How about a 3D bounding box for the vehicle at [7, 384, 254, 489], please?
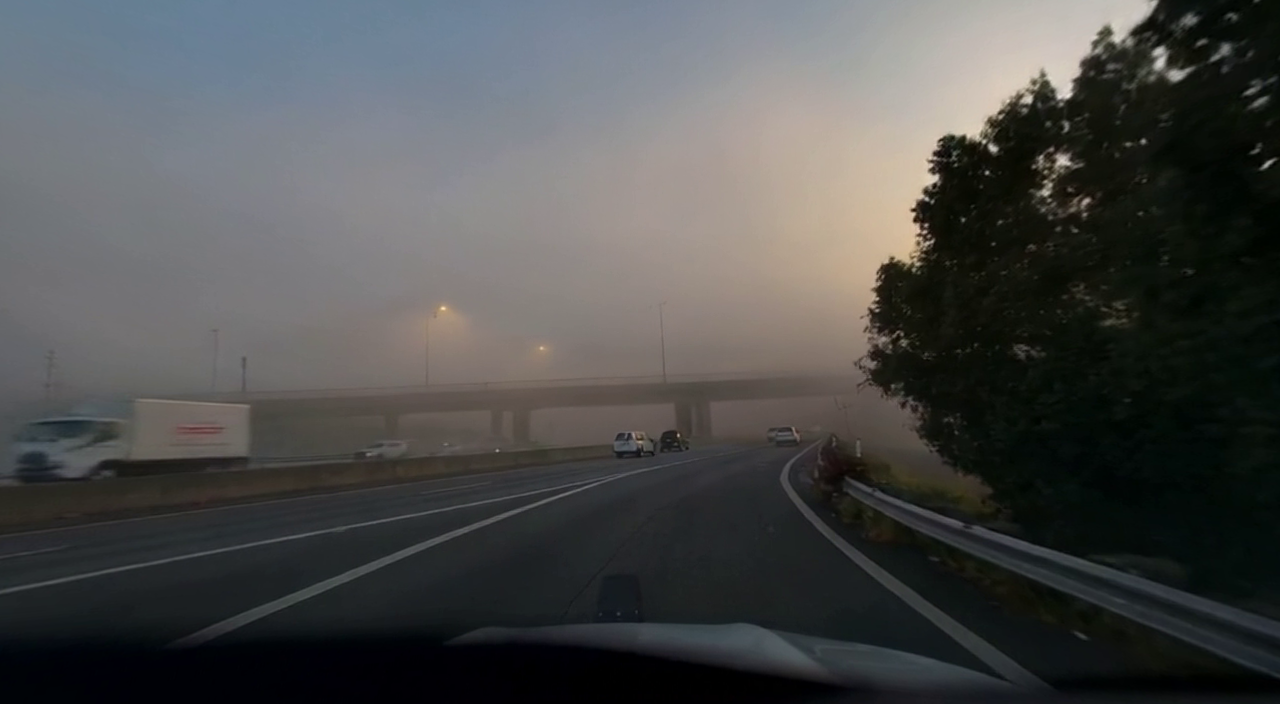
[{"bbox_3d":[-20.495,3.513,26.034,2.974,3.663,7.183,-3,-8,19],"label":"vehicle"}]
